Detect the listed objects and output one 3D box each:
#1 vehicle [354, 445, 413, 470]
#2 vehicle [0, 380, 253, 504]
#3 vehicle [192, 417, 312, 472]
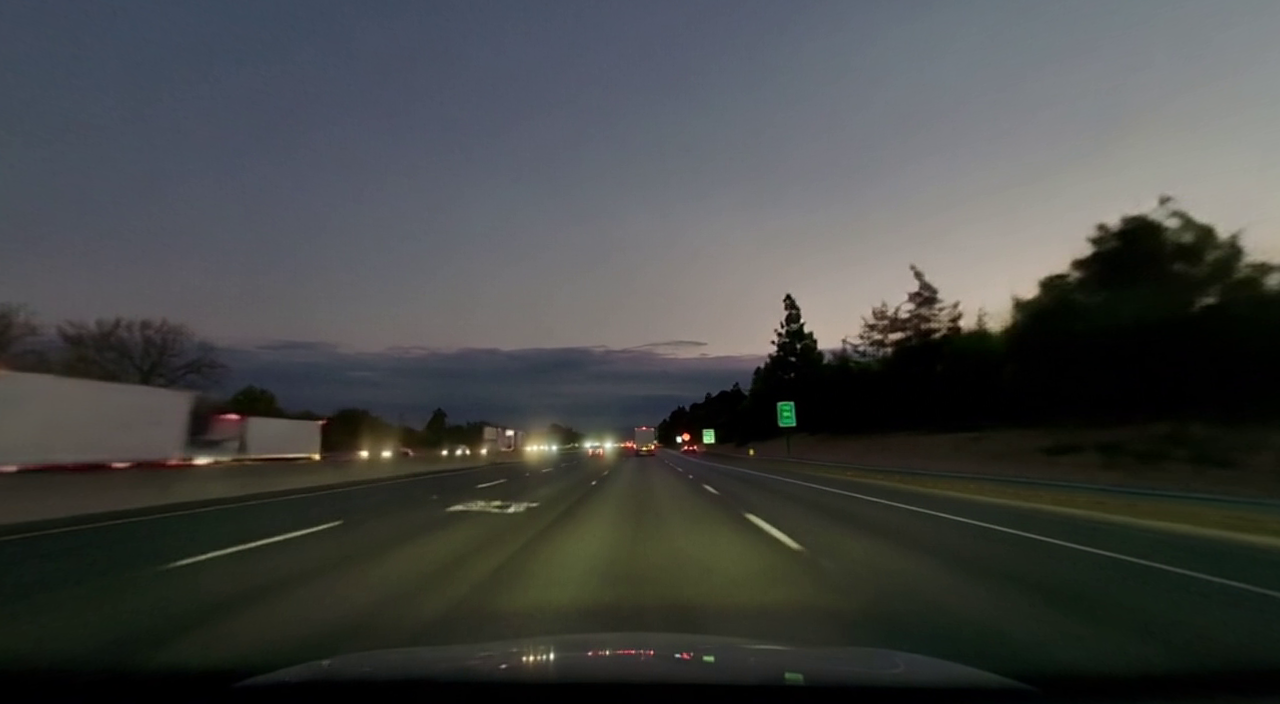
[{"bbox_3d":[-15.433,6.350,38.092,1.840,1.450,4.058,0,-8,1],"label":"vehicle"},{"bbox_3d":[-19.578,3.324,23.074,2.809,3.503,12.263,0,-8,1],"label":"vehicle"},{"bbox_3d":[-23.615,5.713,38.811,2.858,3.052,6.823,0,-8,1],"label":"vehicle"}]
